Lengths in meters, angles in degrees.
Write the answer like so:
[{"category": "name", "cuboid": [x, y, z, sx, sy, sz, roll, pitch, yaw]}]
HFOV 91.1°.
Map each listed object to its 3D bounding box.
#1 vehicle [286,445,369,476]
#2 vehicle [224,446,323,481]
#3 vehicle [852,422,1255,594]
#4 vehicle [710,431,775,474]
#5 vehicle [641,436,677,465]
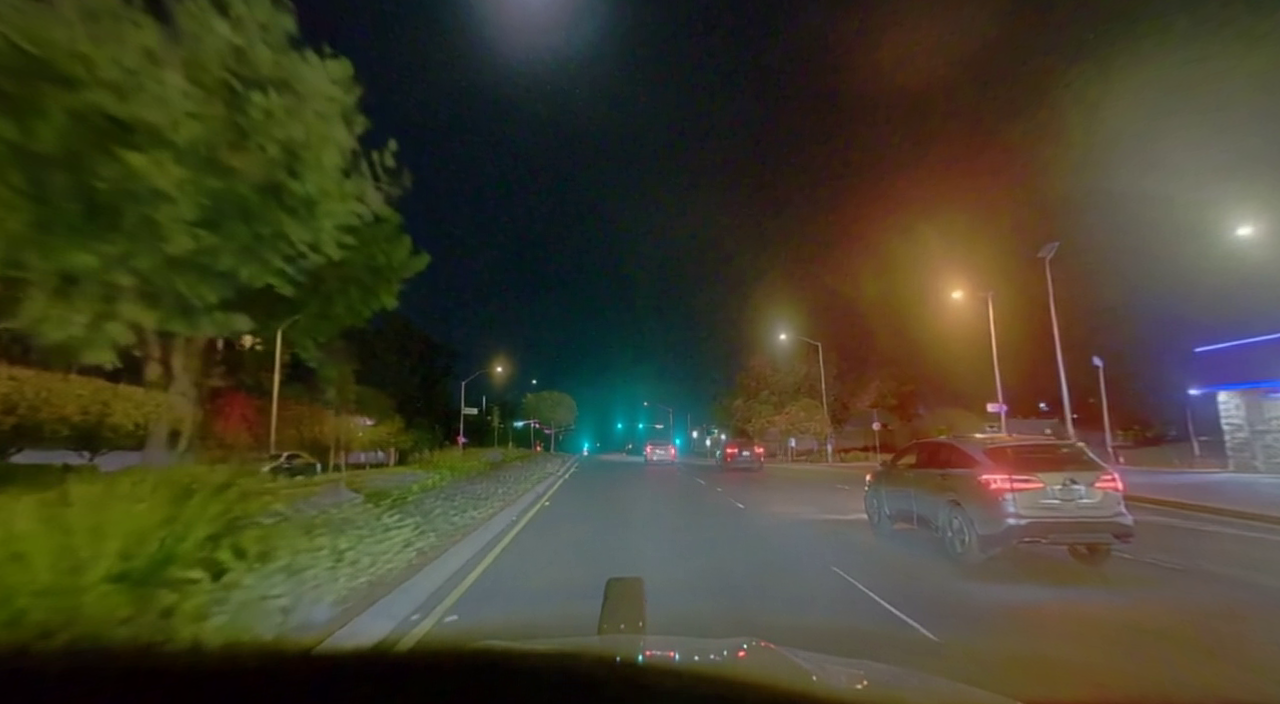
[{"category": "vehicle", "cuboid": [-18.223, 6.330, 36.936, 2.311, 1.615, 4.868, 0, -8, 1]}, {"category": "vehicle", "cuboid": [-18.376, 5.579, 31.812, 1.947, 1.580, 4.857, 0, -8, 2]}, {"category": "vehicle", "cuboid": [4.332, 1.676, 7.710, 1.908, 1.463, 4.506, 0, -8, 1]}, {"category": "vehicle", "cuboid": [4.357, 4.348, 27.289, 2.115, 1.692, 4.189, 0, -8, 0]}, {"category": "vehicle", "cuboid": [1.156, 6.047, 38.753, 2.098, 1.682, 3.778, 0, -8, 1]}]
